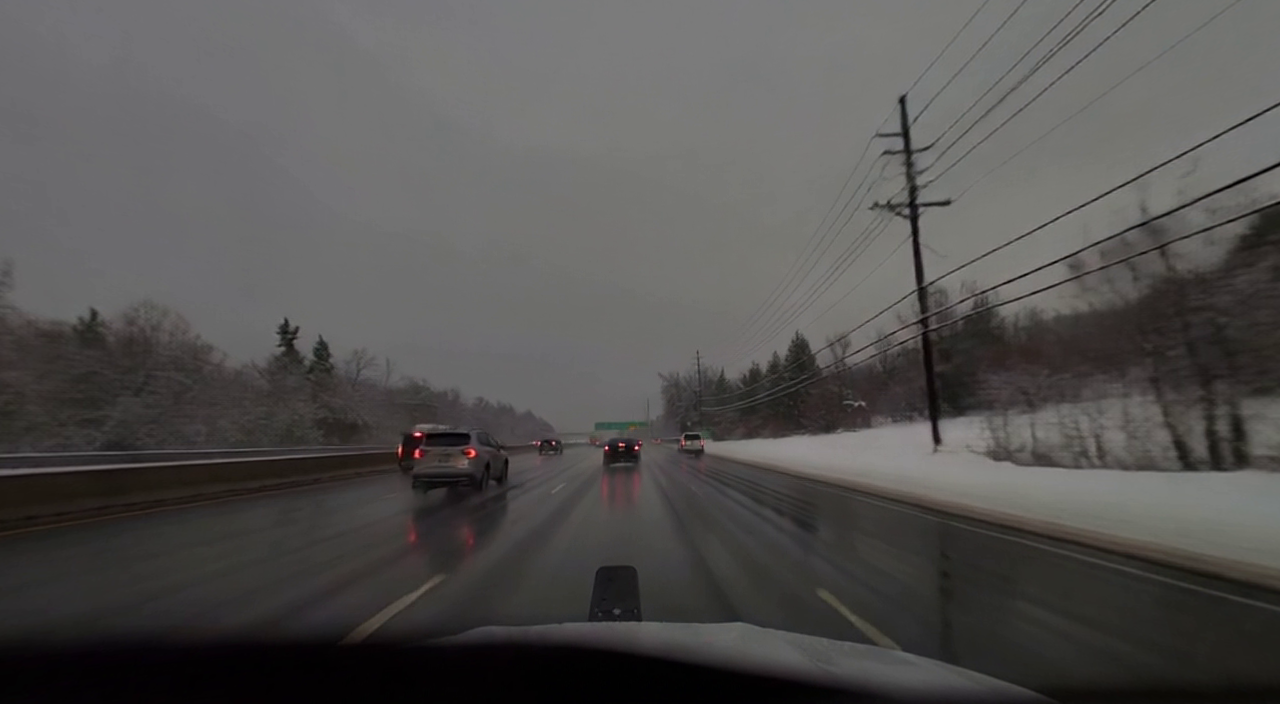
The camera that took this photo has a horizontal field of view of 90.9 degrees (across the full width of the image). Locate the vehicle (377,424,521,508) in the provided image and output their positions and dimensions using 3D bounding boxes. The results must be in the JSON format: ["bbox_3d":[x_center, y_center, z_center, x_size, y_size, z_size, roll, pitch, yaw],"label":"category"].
[{"bbox_3d":[-4.127,2.504,14.528,1.901,1.601,4.610,0,-8,0],"label":"vehicle"}]

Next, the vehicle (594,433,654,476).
[{"bbox_3d":[-0.586,3.836,23.861,2.086,1.488,3.440,0,-8,-1],"label":"vehicle"}]

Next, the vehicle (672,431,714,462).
[{"bbox_3d":[3.072,5.603,37.631,1.950,1.695,4.446,0,-8,-3],"label":"vehicle"}]
